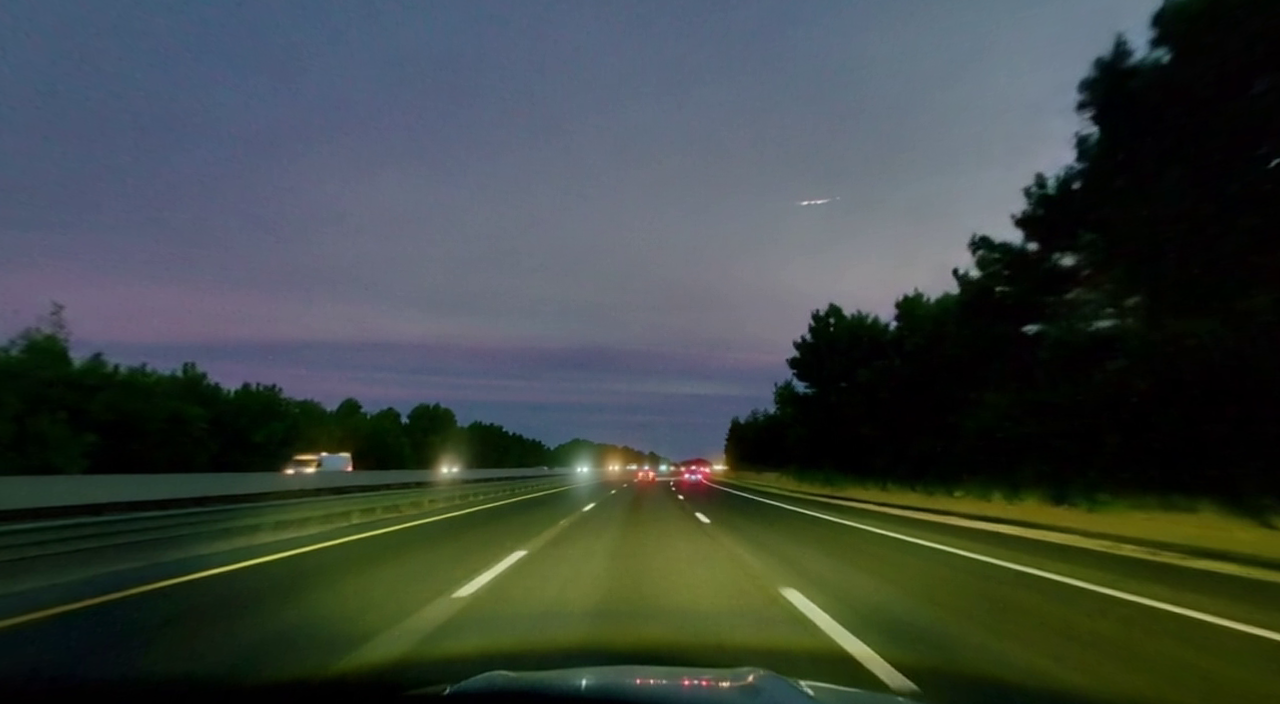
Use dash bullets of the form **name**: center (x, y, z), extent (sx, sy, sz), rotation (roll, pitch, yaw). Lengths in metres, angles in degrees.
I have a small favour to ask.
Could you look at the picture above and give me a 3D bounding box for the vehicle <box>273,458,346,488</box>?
- **vehicle**: center (-20.557, 7.574, 39.413), extent (2.184, 1.702, 4.283), rotation (1, -11, 1)
